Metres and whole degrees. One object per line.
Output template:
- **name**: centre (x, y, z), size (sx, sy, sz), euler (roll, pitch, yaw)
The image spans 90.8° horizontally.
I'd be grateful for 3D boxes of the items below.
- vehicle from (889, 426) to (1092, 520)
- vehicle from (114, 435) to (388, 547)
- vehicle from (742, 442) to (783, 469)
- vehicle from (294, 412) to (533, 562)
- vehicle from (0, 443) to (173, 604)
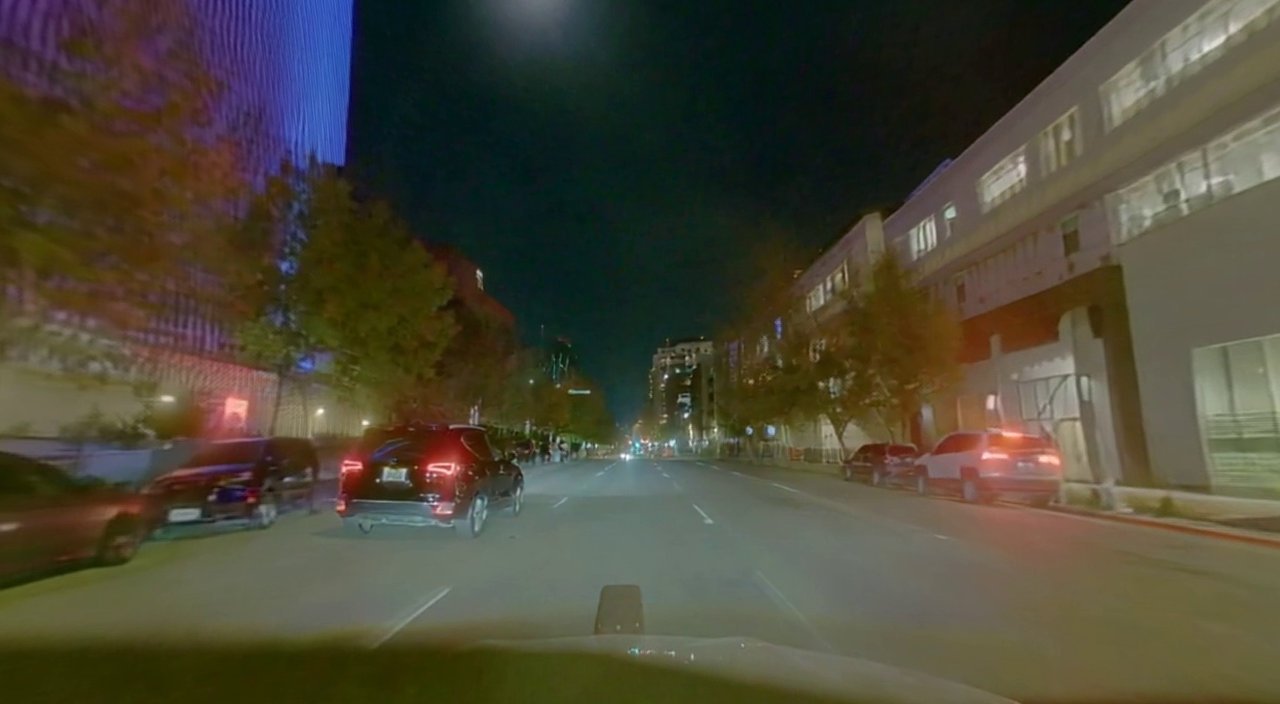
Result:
- **vehicle**: centre (9.183, 3.201, 17.404), size (2.249, 2.117, 5.743), euler (0, -8, 0)
- **vehicle**: centre (-6.801, 2.437, 11.942), size (2.071, 1.631, 4.936), euler (0, -8, -1)
- **vehicle**: centre (9.294, 7.883, 48.278), size (2.129, 1.929, 5.537), euler (-1, -8, 1)
- **vehicle**: centre (-3.066, 1.920, 9.739), size (2.002, 1.756, 4.366), euler (-1, -8, 1)
- **vehicle**: centre (-6.878, 1.591, 5.792), size (1.832, 1.488, 4.405), euler (0, -8, 0)
